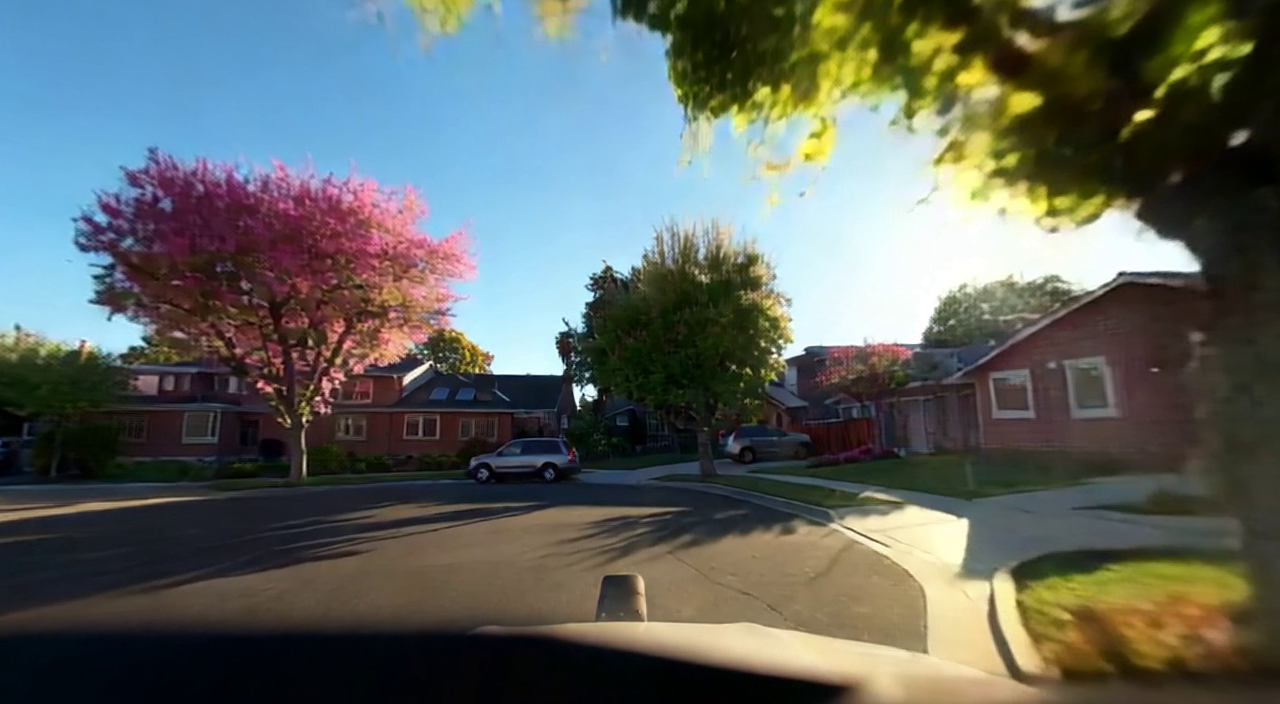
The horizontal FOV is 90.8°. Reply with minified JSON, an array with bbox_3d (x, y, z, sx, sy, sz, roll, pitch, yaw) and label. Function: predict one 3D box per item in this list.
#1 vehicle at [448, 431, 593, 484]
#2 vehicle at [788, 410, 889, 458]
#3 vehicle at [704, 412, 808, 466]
[{"bbox_3d":[-4.371,3.916,23.557,4.815,1.827,2.147,-2,-9,10],"label":"vehicle"},{"bbox_3d":[8.300,3.463,26.222,2.152,1.773,4.495,-8,-12,43],"label":"vehicle"},{"bbox_3d":[4.975,3.619,26.744,2.310,1.701,4.280,-8,-4,42],"label":"vehicle"}]
